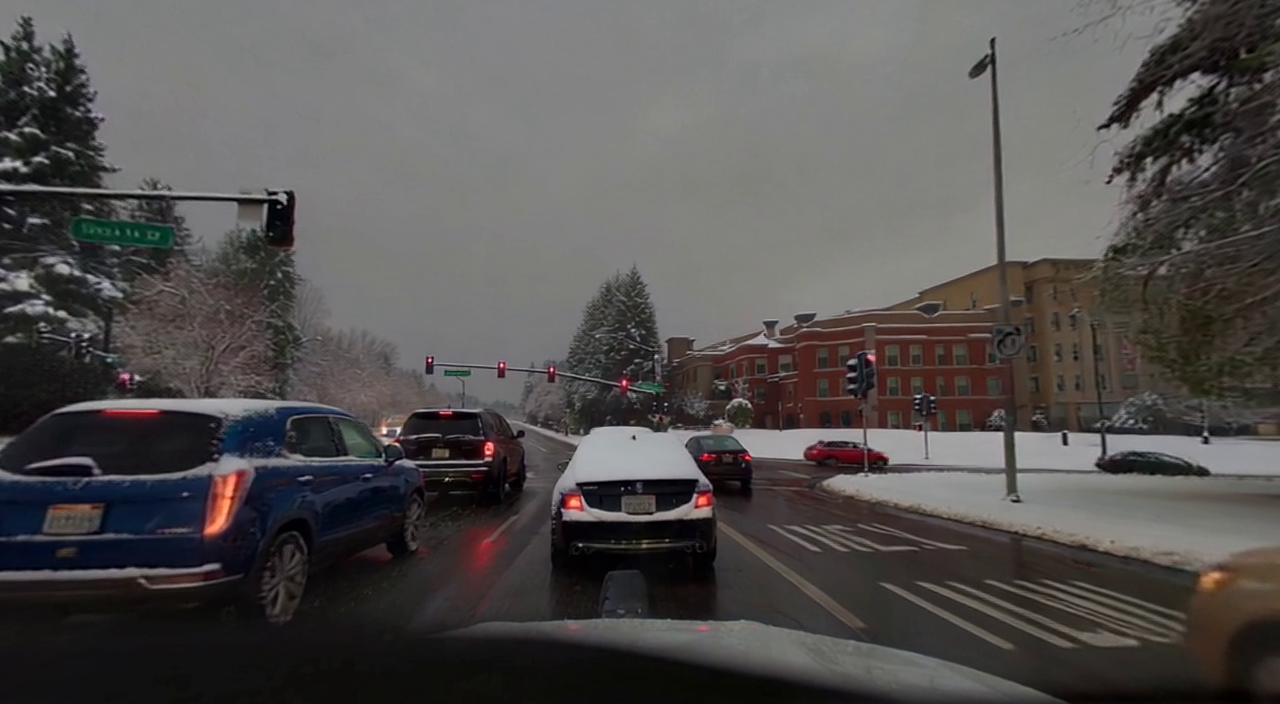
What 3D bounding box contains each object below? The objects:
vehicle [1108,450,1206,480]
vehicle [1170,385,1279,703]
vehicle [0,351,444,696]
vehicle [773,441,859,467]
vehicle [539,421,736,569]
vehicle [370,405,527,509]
[{"bbox_3d":[32.456,7.081,39.762,4.394,1.802,1.924,0,-8,1],"label":"vehicle"},{"bbox_3d":[3.315,0.588,0.246,2.100,1.524,4.746,0,-8,0],"label":"vehicle"},{"bbox_3d":[-3.267,1.179,5.441,1.924,1.737,4.387,0,-8,-3],"label":"vehicle"},{"bbox_3d":[10.721,6.212,38.674,4.609,1.513,1.861,1,-9,-7],"label":"vehicle"},{"bbox_3d":[-0.169,1.778,8.703,2.001,1.483,4.442,0,-8,-4],"label":"vehicle"},{"bbox_3d":[-4.178,2.433,15.007,2.305,1.984,5.586,0,-8,-4],"label":"vehicle"}]
